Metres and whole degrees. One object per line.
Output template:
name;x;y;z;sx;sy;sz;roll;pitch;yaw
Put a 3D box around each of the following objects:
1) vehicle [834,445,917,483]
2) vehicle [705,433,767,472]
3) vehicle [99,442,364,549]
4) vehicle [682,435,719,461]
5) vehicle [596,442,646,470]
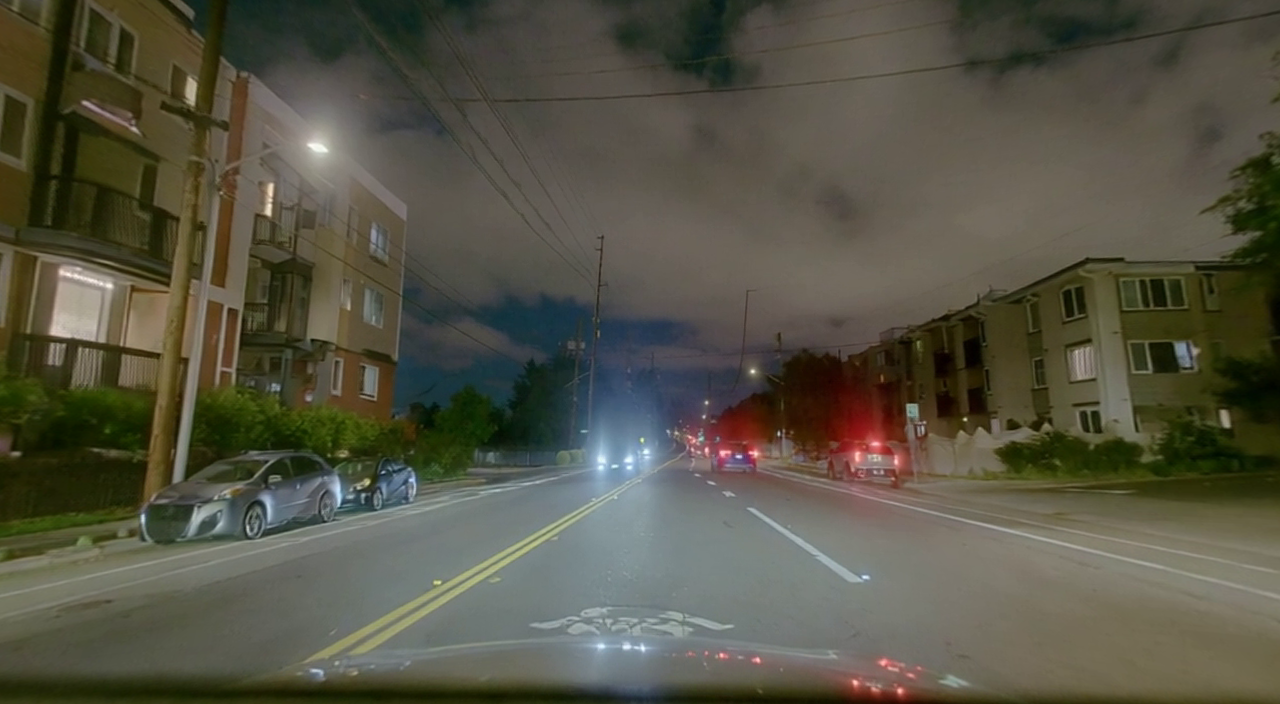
vehicle;10.106;4.816;27.360;1.935;1.478;4.711;0;-8;2
vehicle;4.649;4.953;31.139;2.306;1.719;4.805;0;-8;0
vehicle;-8.112;2.829;13.254;2.381;1.825;4.652;0;-8;1
vehicle;4.464;7.170;47.068;2.368;1.840;4.896;0;-8;0
vehicle;-0.983;5.776;35.164;2.155;1.436;4.501;-1;-8;6
